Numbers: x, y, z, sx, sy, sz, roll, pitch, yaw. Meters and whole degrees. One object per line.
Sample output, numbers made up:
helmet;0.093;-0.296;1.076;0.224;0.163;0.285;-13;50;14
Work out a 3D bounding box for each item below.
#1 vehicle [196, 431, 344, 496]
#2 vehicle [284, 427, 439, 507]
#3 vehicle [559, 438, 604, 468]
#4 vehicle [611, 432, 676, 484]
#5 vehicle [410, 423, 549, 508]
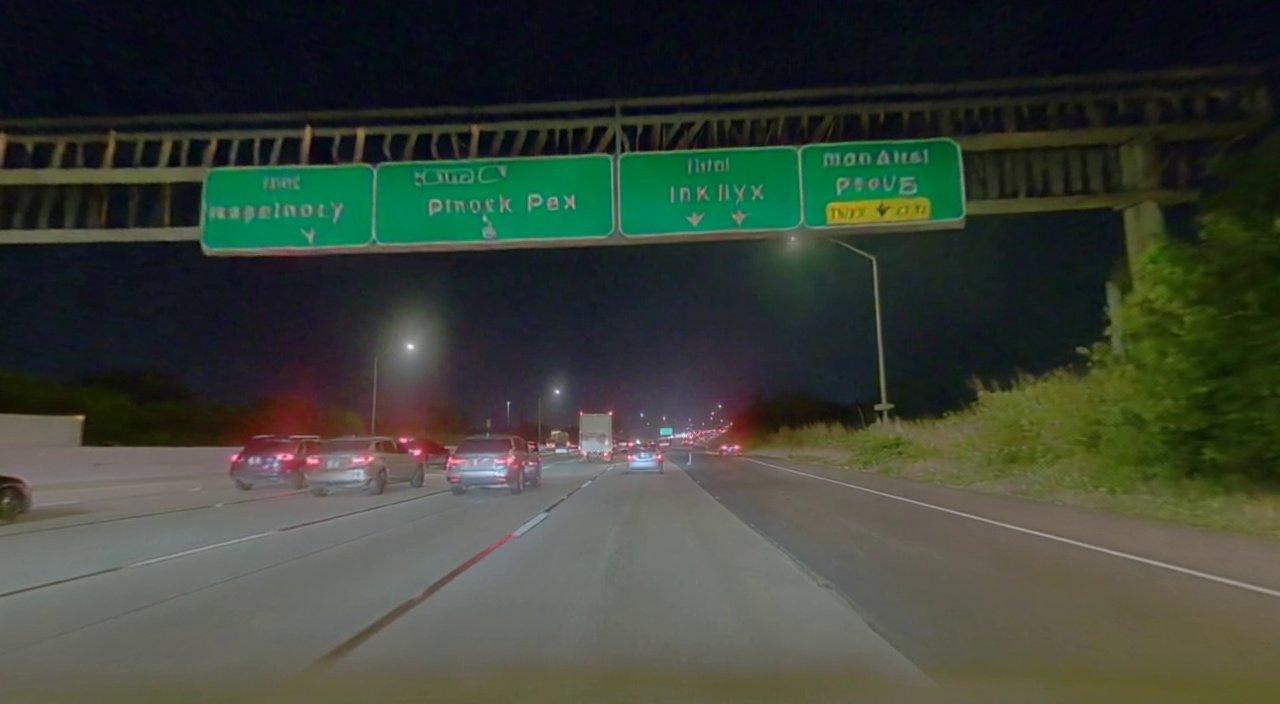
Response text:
vehicle;-11.123;3.369;19.399;1.871;1.747;4.342;0;-8;1
vehicle;-6.947;2.896;16.345;1.998;1.770;4.222;0;-8;1
vehicle;-3.528;6.161;38.709;2.243;1.683;4.178;0;-8;1
vehicle;0.162;3.848;23.180;2.180;1.716;3.920;0;-8;1
vehicle;-3.726;2.744;15.667;2.125;1.792;4.466;0;-8;2
